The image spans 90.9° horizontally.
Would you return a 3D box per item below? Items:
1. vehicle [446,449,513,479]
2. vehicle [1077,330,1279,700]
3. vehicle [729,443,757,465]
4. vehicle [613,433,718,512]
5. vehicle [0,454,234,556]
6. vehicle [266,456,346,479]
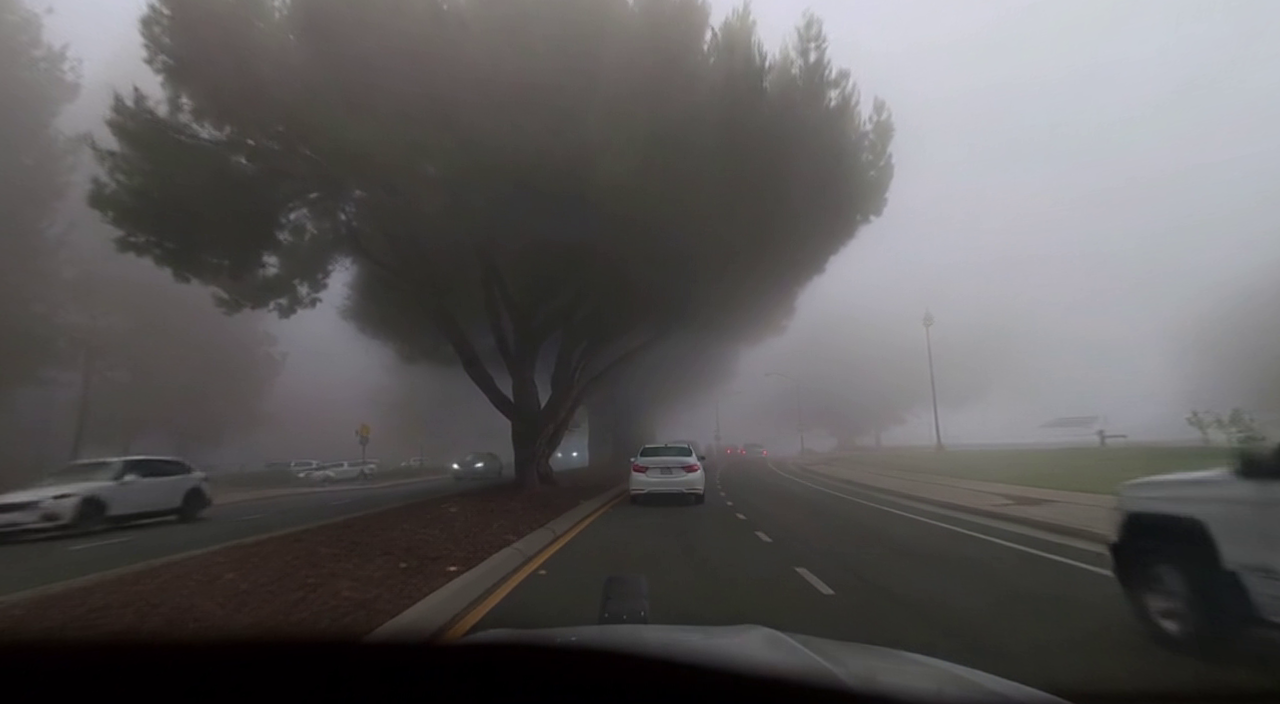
[{"bbox_3d":[-8.913,6.257,35.464,2.027,1.511,4.711,-2,-8,8],"label":"vehicle"},{"bbox_3d":[4.141,0.619,1.831,1.953,1.818,5.299,0,-8,0],"label":"vehicle"},{"bbox_3d":[7.711,7.646,47.440,1.984,1.507,4.359,-2,-8,8],"label":"vehicle"},{"bbox_3d":[0.676,2.780,15.059,2.154,1.585,3.997,-1,-8,5],"label":"vehicle"},{"bbox_3d":[-10.352,2.765,12.155,1.909,1.468,4.597,-1,-8,1],"label":"vehicle"},{"bbox_3d":[-25.026,8.676,47.342,4.951,1.618,1.952,-1,-8,6],"label":"vehicle"}]
